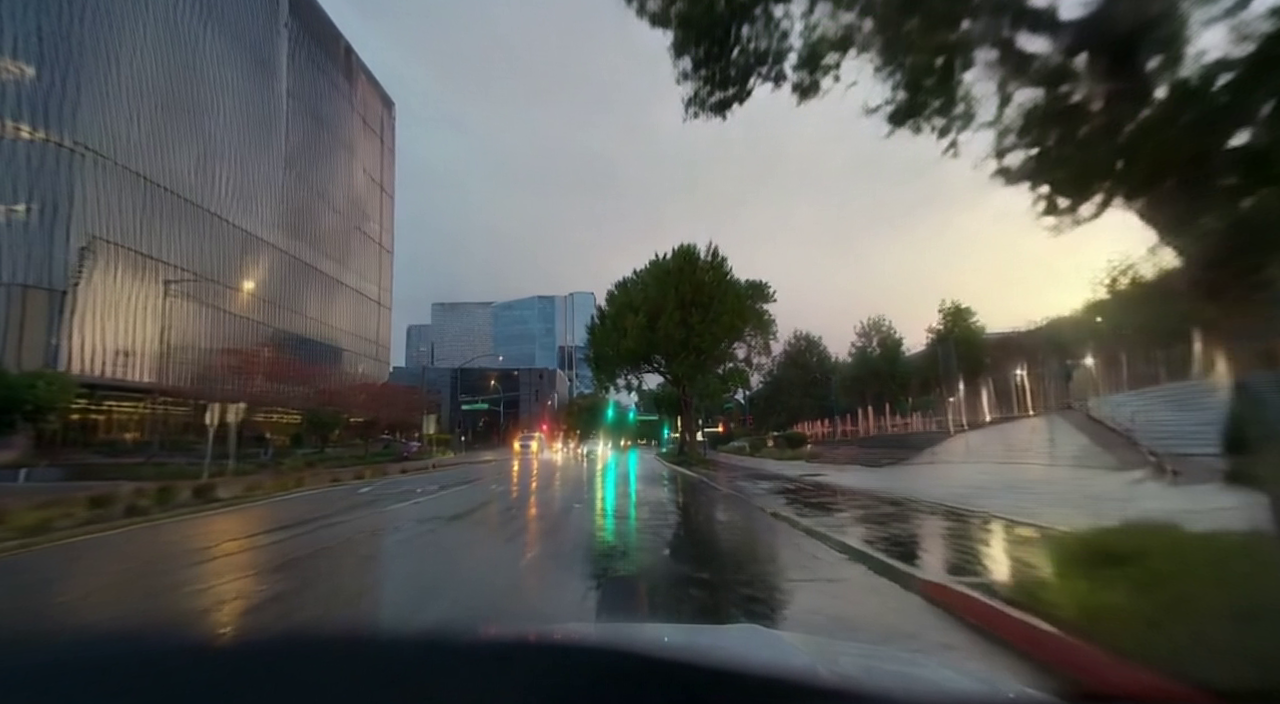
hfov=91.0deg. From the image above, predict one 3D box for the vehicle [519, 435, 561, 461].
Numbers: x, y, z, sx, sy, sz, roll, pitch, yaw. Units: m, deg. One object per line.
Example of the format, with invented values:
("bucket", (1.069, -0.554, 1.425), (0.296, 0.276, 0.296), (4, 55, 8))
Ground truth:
("vehicle", (-7.410, 7.235, 47.260), (2.204, 1.844, 4.766), (0, -9, 2))
